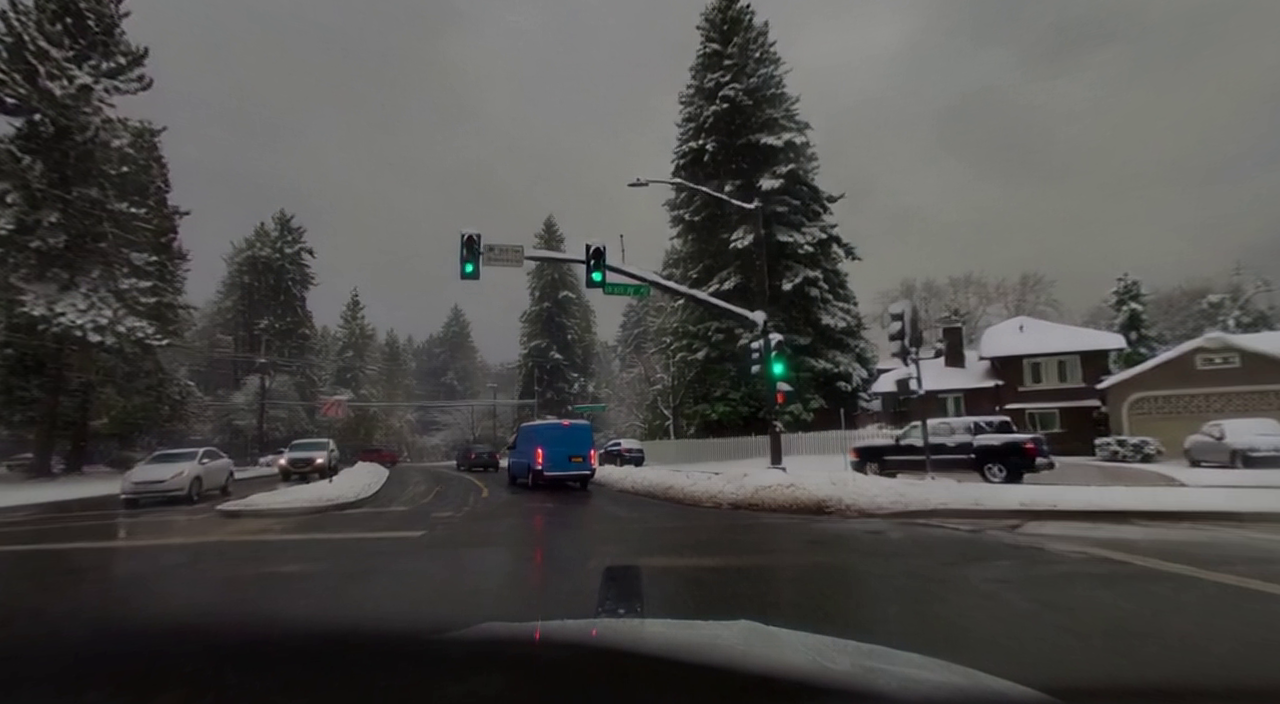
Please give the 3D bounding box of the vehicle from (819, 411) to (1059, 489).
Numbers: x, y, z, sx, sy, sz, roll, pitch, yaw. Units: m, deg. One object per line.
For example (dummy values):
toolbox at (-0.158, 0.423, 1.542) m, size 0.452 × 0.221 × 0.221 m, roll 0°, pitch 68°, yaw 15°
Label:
vehicle at (8.953, 2.994, 19.487) m, size 2.514 × 2.026 × 6.104 m, roll 8°, pitch -12°, yaw -44°

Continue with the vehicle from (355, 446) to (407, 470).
vehicle at (-17.518, 7.114, 42.640) m, size 1.911 × 1.493 × 4.291 m, roll 7°, pitch -11°, yaw -40°

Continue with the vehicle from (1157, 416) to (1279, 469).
vehicle at (22.051, 3.316, 23.360) m, size 4.268 × 1.765 × 1.989 m, roll -7°, pitch -7°, yaw 42°

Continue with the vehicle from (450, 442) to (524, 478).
vehicle at (-7.028, 4.847, 28.662) m, size 2.008 × 1.445 × 4.386 m, roll 5°, pitch -10°, yaw -31°

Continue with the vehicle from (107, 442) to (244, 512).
vehicle at (-13.782, 3.653, 19.119) m, size 2.078 × 1.783 × 4.670 m, roll 3°, pitch -9°, yaw -21°

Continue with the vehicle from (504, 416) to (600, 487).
vehicle at (-3.167, 3.402, 21.848) m, size 2.213 × 2.124 × 4.809 m, roll 3°, pitch -9°, yaw -21°

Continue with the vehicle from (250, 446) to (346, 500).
vehicle at (-10.475, 3.659, 19.701) m, size 1.952 × 1.461 × 4.377 m, roll 3°, pitch -9°, yaw -20°

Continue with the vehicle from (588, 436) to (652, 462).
vehicle at (-1.423, 7.135, 46.589) m, size 4.559 × 1.754 × 1.985 m, roll 8°, pitch -12°, yaw -44°
